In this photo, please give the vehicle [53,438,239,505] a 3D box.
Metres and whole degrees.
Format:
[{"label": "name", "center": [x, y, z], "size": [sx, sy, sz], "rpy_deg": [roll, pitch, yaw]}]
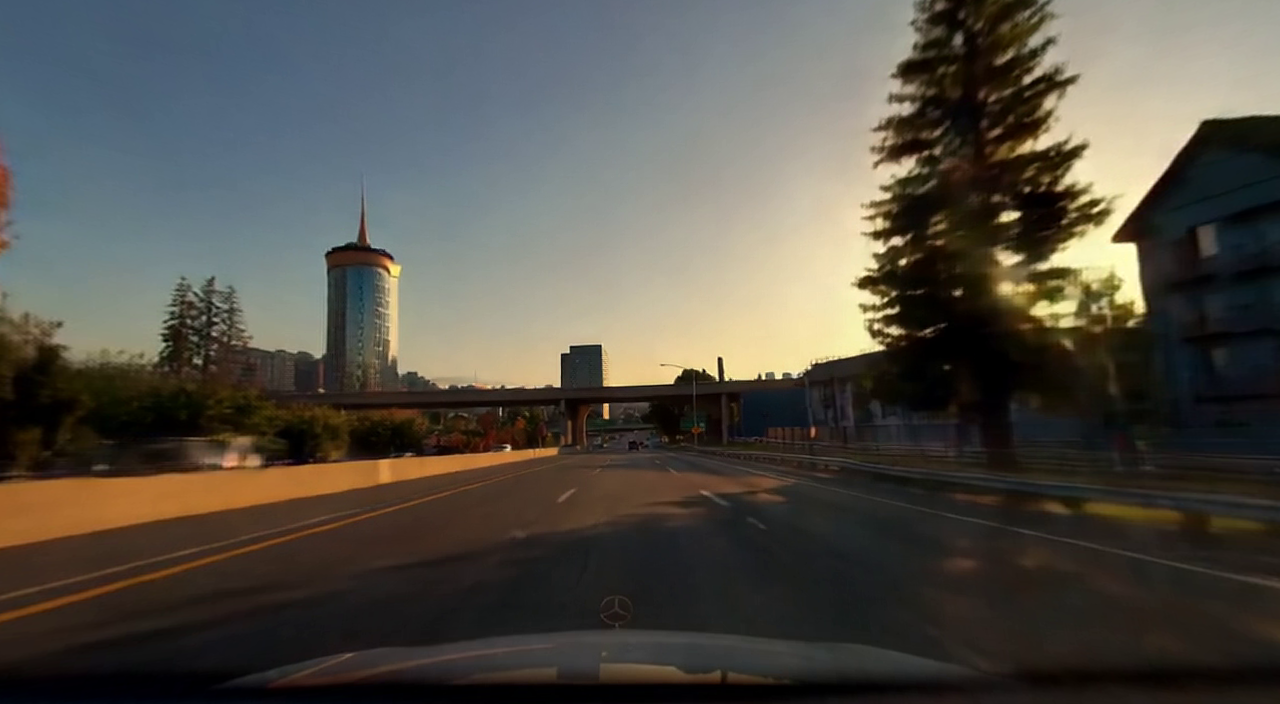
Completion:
[{"label": "vehicle", "center": [-14.216, 3.416, 18.546], "size": [1.944, 1.690, 4.429], "rpy_deg": [-1, -8, -1]}]
